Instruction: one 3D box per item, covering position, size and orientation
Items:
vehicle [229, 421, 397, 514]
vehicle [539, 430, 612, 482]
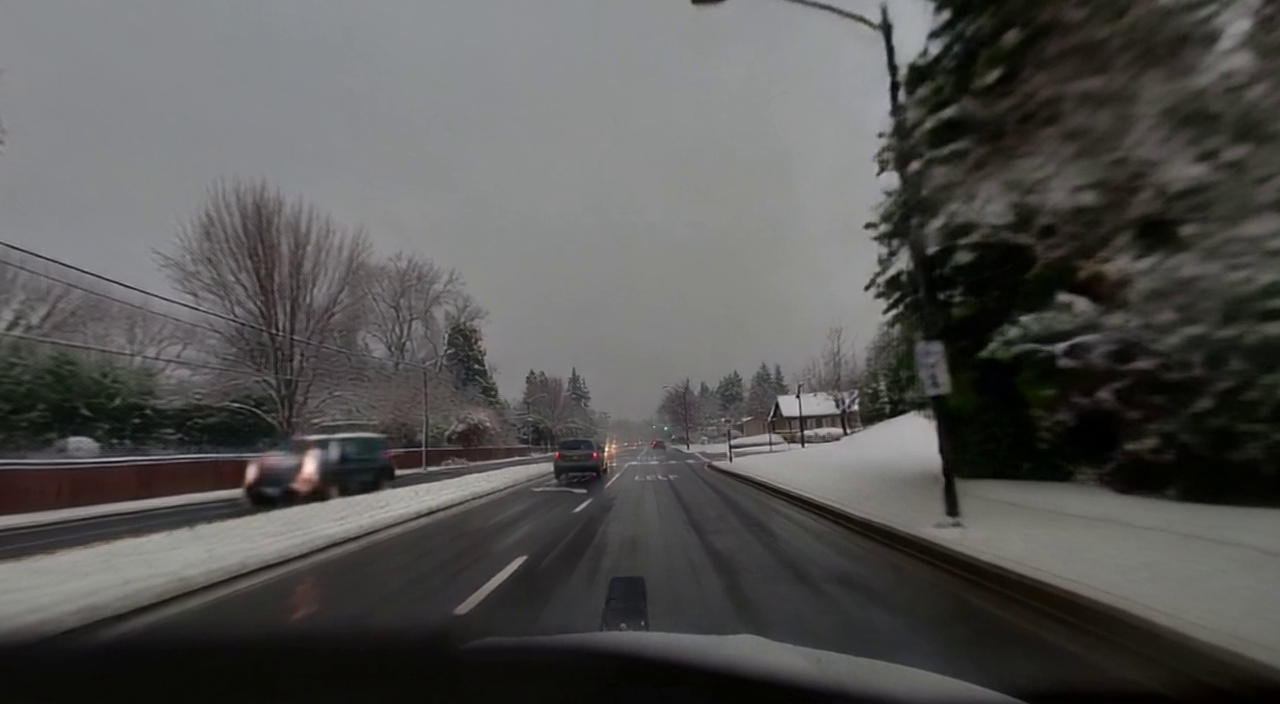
[{"bbox_3d":[-8.497,3.011,16.959,2.159,1.983,4.530,-4,-8,-1],"label":"vehicle"},{"bbox_3d":[-2.317,3.928,24.054,2.190,1.766,4.394,0,-8,2],"label":"vehicle"}]
